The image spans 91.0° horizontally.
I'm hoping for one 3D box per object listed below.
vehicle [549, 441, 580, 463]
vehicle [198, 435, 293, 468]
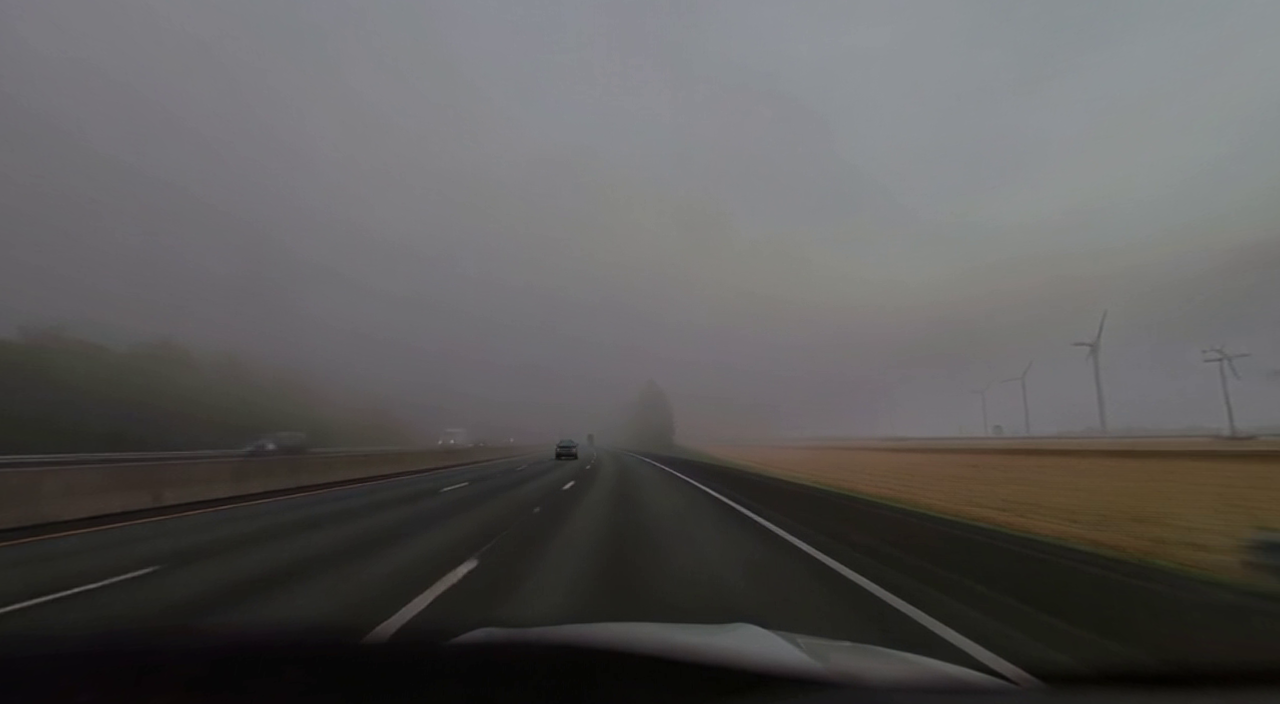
[{"bbox_3d":[-5.619,7.475,47.171,2.053,1.549,4.097,0,-8,-3],"label":"vehicle"},{"bbox_3d":[-20.284,5.123,32.671,2.008,1.530,4.758,0,-8,-2],"label":"vehicle"}]
